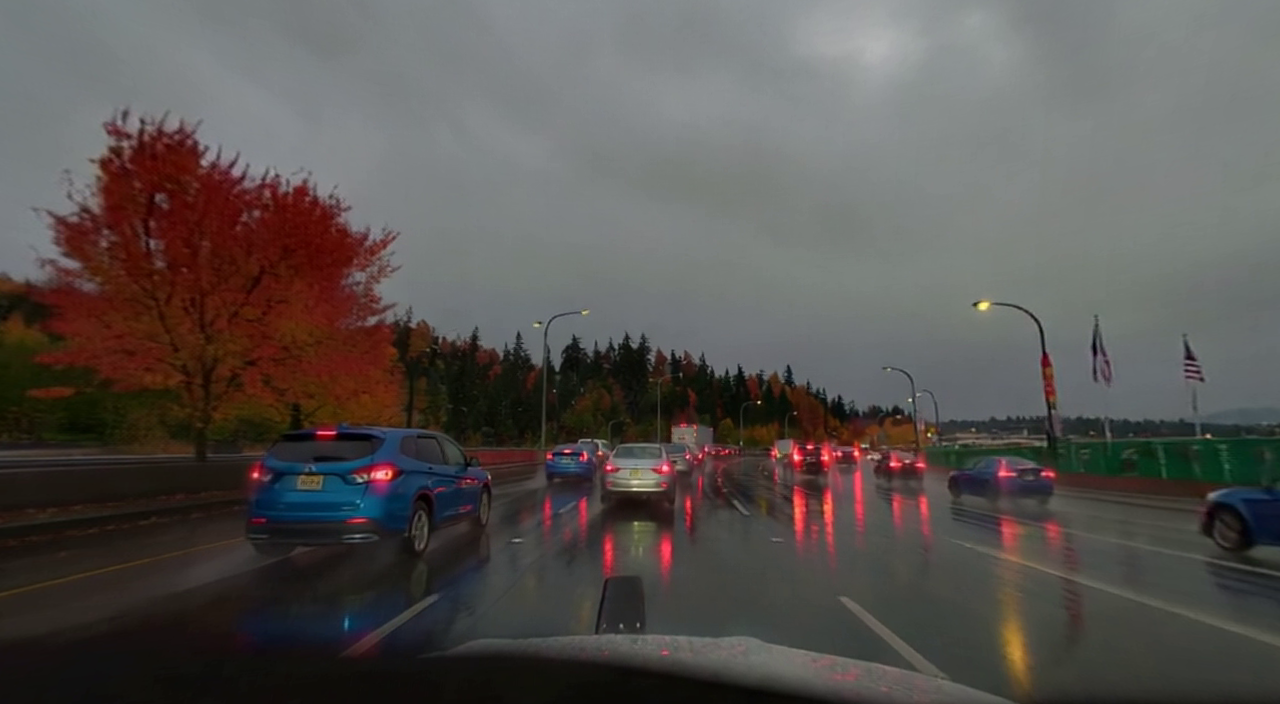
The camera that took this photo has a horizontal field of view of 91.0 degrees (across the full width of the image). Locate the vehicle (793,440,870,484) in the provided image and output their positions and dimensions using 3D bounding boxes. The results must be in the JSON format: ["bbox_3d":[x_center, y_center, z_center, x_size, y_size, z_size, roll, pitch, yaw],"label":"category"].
[{"bbox_3d":[7.351,4.244,24.646,1.944,1.544,4.301,0,-9,4],"label":"vehicle"}]

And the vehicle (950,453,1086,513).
[{"bbox_3d":[10.875,3.754,18.480,1.749,1.481,3.808,0,-9,2],"label":"vehicle"}]

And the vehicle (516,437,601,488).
[{"bbox_3d":[-2.715,3.813,22.075,1.974,1.549,4.603,0,-8,5],"label":"vehicle"}]

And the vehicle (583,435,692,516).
[{"bbox_3d":[0.077,2.689,14.278,2.090,1.506,4.276,0,-8,4],"label":"vehicle"}]

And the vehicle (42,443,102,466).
[{"bbox_3d":[-40.018,7.180,44.337,3.667,1.465,1.735,-4,-5,24],"label":"vehicle"}]

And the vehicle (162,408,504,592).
[{"bbox_3d":[-3.277,1.665,7.934,1.988,1.635,4.260,0,-8,2],"label":"vehicle"}]

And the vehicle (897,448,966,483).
[{"bbox_3d":[16.229,6.310,35.326,2.087,1.745,4.673,0,-9,7],"label":"vehicle"}]

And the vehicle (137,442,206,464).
[{"bbox_3d":[-36.493,7.851,49.049,4.051,1.616,1.889,-1,-8,8],"label":"vehicle"}]

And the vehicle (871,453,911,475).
[{"bbox_3d":[18.146,8.091,45.710,1.828,1.479,4.391,-1,-9,10],"label":"vehicle"}]
